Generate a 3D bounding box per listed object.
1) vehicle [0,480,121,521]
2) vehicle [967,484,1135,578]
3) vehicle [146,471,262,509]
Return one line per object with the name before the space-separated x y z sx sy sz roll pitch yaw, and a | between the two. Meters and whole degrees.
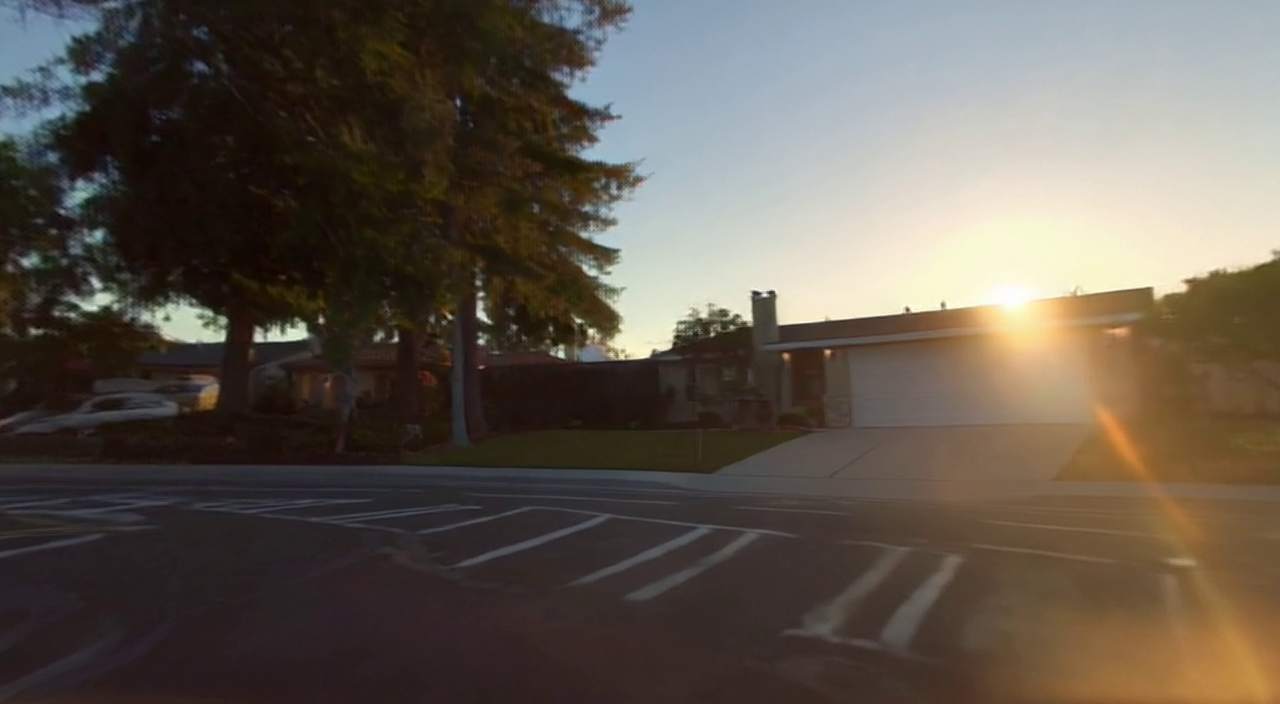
vehicle | -25.830 6.473 27.721 1.804 1.435 4.315 -5 -11 44
vehicle | 9.132 3.931 14.516 1.860 1.477 4.629 -3 -9 16
vehicle | -22.059 7.067 32.121 2.019 1.697 4.310 -1 -14 17
